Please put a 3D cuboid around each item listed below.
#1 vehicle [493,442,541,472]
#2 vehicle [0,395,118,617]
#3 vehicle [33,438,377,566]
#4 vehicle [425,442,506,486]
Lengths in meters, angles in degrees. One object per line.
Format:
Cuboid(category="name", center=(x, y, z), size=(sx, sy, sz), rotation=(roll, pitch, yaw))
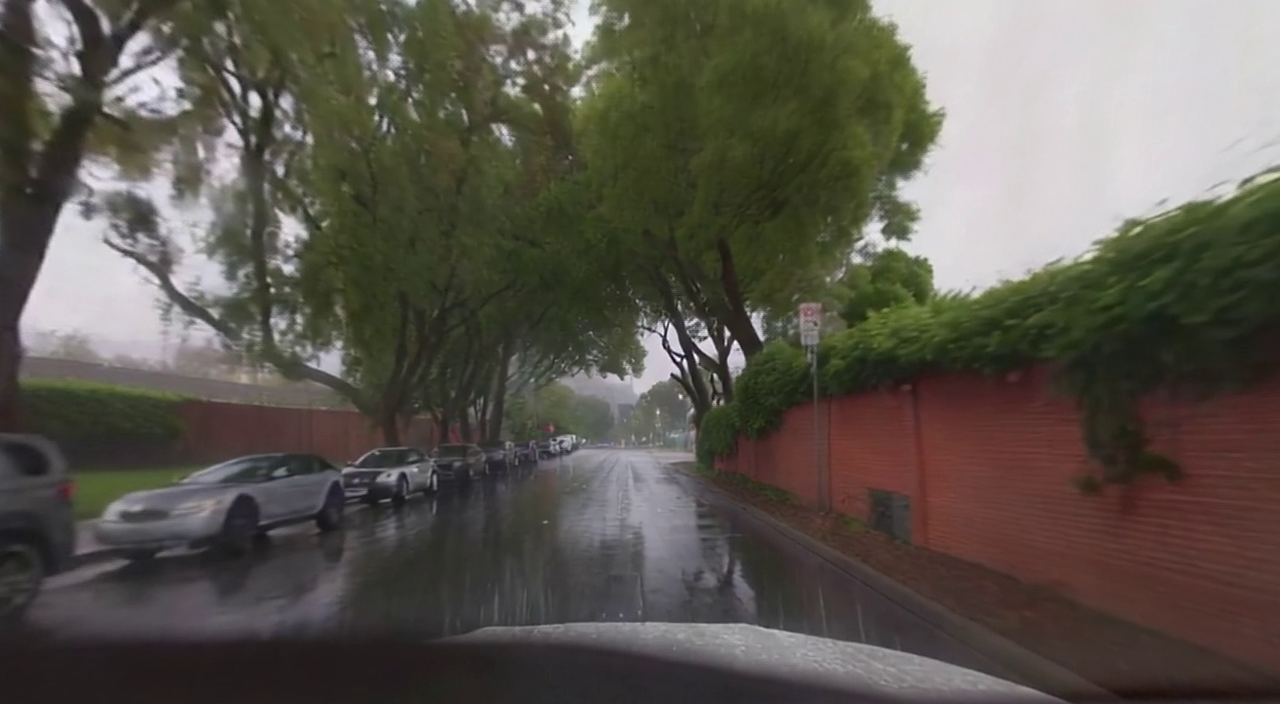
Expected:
Cuboid(category="vehicle", center=(-6.930, 5.969, 36.187), size=(1.952, 1.514, 4.630), rotation=(1, -8, -2))
Cuboid(category="vehicle", center=(-6.236, 1.036, 3.654), size=(1.976, 1.805, 5.123), rotation=(1, -8, 1))
Cuboid(category="vehicle", center=(-6.349, 2.163, 10.219), size=(1.925, 1.488, 4.983), rotation=(1, -8, 1))
Cuboid(category="vehicle", center=(-6.589, 4.259, 24.395), size=(1.906, 1.460, 4.391), rotation=(1, -8, -1))
